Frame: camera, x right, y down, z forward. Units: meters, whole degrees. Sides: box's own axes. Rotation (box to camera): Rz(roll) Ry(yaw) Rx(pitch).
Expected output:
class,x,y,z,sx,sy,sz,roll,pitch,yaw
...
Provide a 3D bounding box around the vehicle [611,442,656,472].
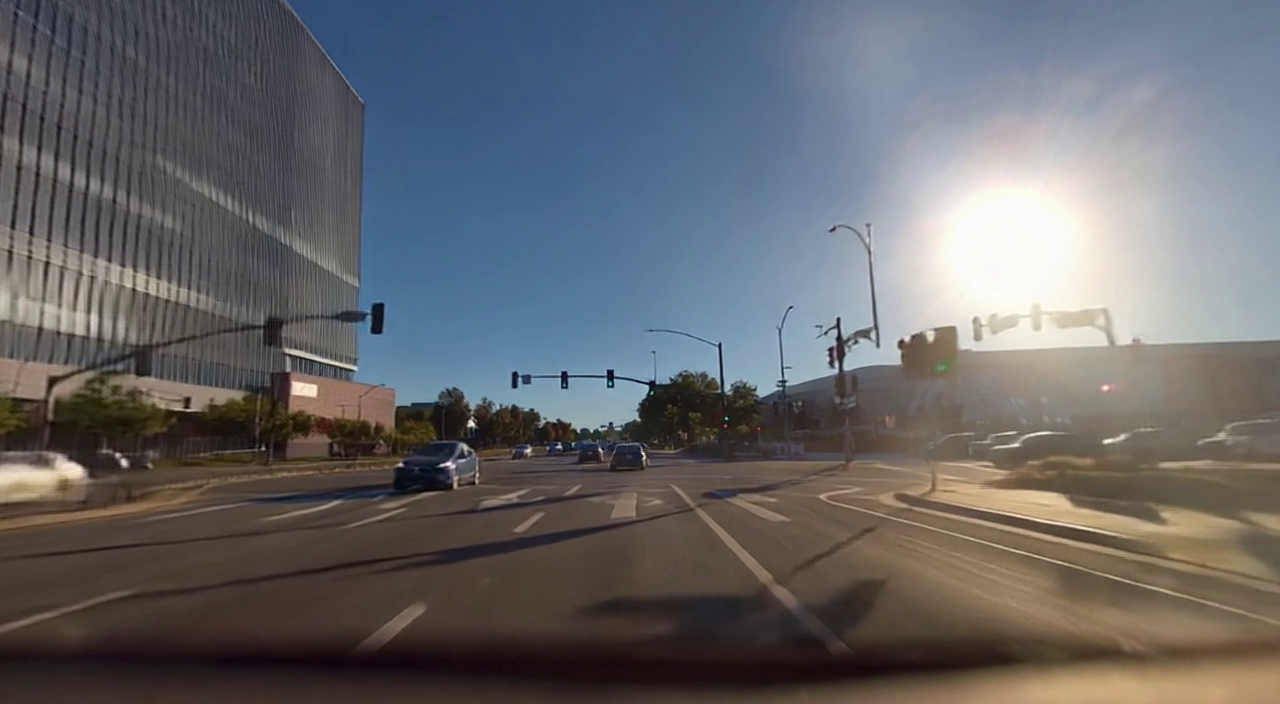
class,x,y,z,sx,sy,sz,roll,pitch,yaw
vehicle,-0.334,5.153,31.252,2.050,1.385,4.096,0,-8,-1

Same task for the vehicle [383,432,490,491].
class,x,y,z,sx,sy,sz,roll,pitch,yaw
vehicle,-6.340,3.452,20.261,1.937,1.659,4.259,0,-8,1

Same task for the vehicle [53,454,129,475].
class,x,y,z,sx,sy,sz,roll,pitch,yaw
vehicle,-41.468,8.497,47.696,4.723,1.482,1.954,-3,-10,17

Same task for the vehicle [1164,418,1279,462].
class,x,y,z,sx,sy,sz,roll,pitch,yaw
vehicle,29.271,4.211,30.480,5.696,1.795,1.856,-5,-7,15

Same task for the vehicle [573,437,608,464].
class,x,y,z,sx,sy,sz,roll,pitch,yaw
vehicle,-3.419,6.940,44.580,2.001,1.784,4.483,0,-8,1

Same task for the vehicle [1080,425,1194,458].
class,x,y,z,sx,sy,sz,roll,pitch,yaw
vehicle,27.234,4.932,34.805,4.424,1.713,1.887,-2,-8,16

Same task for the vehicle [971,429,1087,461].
class,x,y,z,sx,sy,sz,roll,pitch,yaw
vehicle,20.356,4.915,33.281,4.778,1.588,1.822,-3,-9,17
